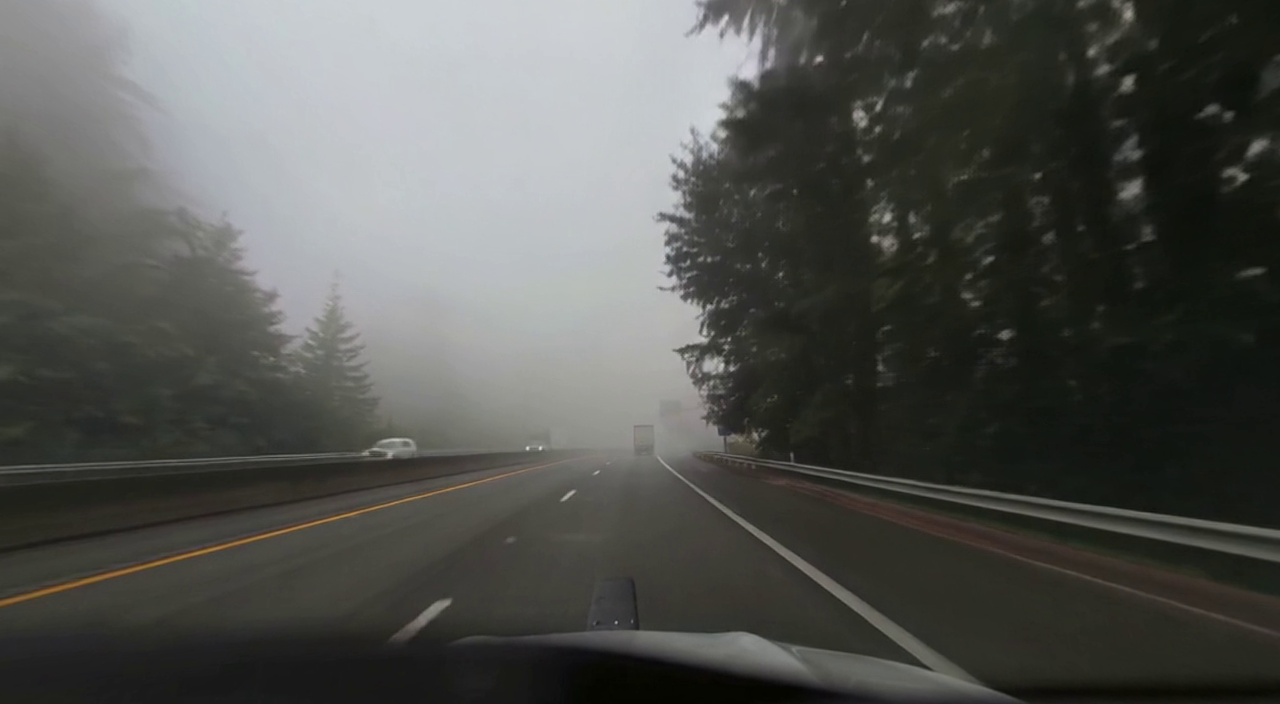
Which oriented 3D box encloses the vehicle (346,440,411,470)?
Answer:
[{"bbox_3d":[-14.721,5.784,35.660,1.947,1.587,4.035,-1,-8,0],"label":"vehicle"}]
